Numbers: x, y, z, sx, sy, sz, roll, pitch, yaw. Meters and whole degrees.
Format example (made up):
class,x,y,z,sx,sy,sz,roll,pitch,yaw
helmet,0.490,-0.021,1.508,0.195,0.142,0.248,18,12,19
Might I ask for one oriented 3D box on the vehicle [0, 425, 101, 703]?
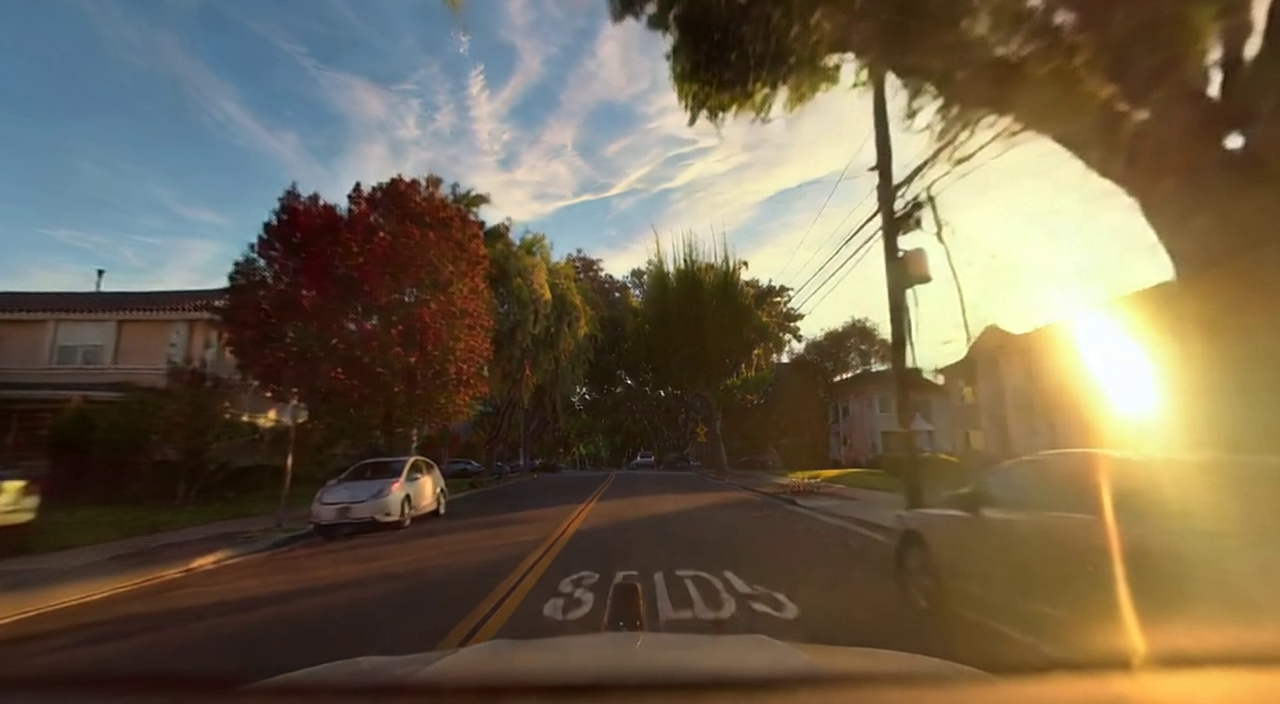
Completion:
class,x,y,z,sx,sy,sz,roll,pitch,yaw
vehicle,-5.389,1.182,2.356,2.155,1.907,5.100,-1,-8,1

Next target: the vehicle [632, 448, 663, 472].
class,x,y,z,sx,sy,sz,roll,pitch,yaw
vehicle,0.464,7.332,43.011,2.022,1.481,4.050,0,-9,-1

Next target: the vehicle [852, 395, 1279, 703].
class,x,y,z,sx,sy,sz,roll,pitch,yaw
vehicle,3.007,1.154,3.514,2.047,1.532,4.350,0,-9,-1

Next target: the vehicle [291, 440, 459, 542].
class,x,y,z,sx,sy,sz,roll,pitch,yaw
vehicle,-5.782,3.039,14.448,2.027,1.803,4.306,-4,-9,0
